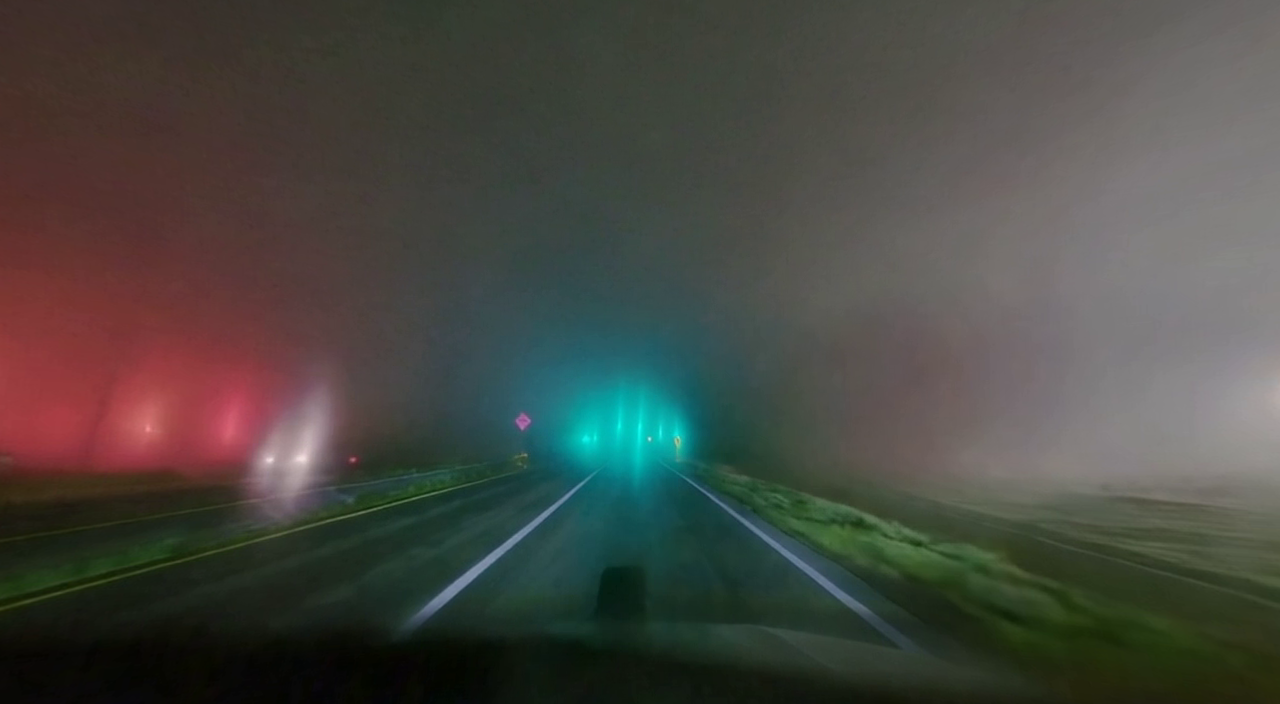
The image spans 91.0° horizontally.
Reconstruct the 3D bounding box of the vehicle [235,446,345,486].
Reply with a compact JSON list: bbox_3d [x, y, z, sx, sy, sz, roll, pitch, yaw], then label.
[{"bbox_3d":[-14.651,4.760,26.715,1.907,1.487,4.725,0,-8,1],"label":"vehicle"}]
